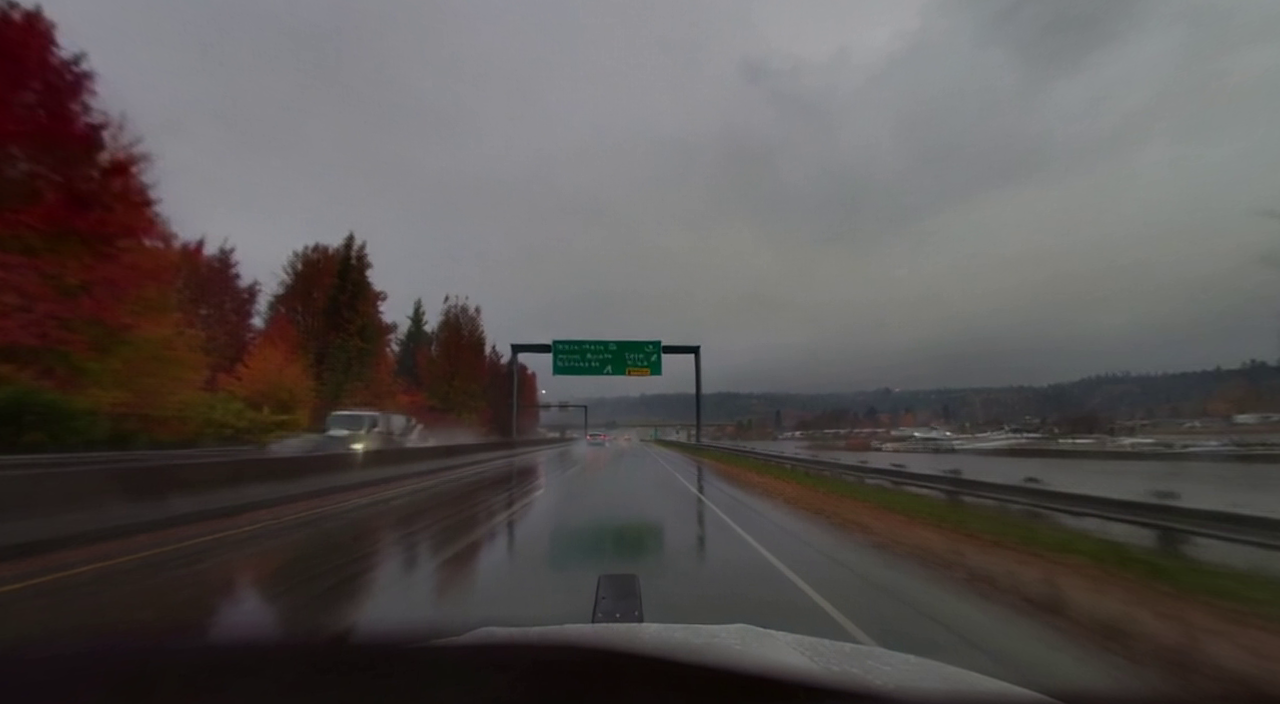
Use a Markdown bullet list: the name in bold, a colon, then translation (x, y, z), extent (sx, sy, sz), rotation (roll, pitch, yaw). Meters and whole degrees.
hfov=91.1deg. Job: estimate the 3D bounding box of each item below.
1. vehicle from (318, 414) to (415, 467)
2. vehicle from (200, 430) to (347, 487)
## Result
- **vehicle**: translation (-15.188, 4.965, 35.497), extent (2.377, 2.645, 7.057), rotation (0, -8, -1)
- **vehicle**: translation (-11.512, 3.351, 20.217), extent (2.019, 1.587, 4.564), rotation (0, -8, -1)
